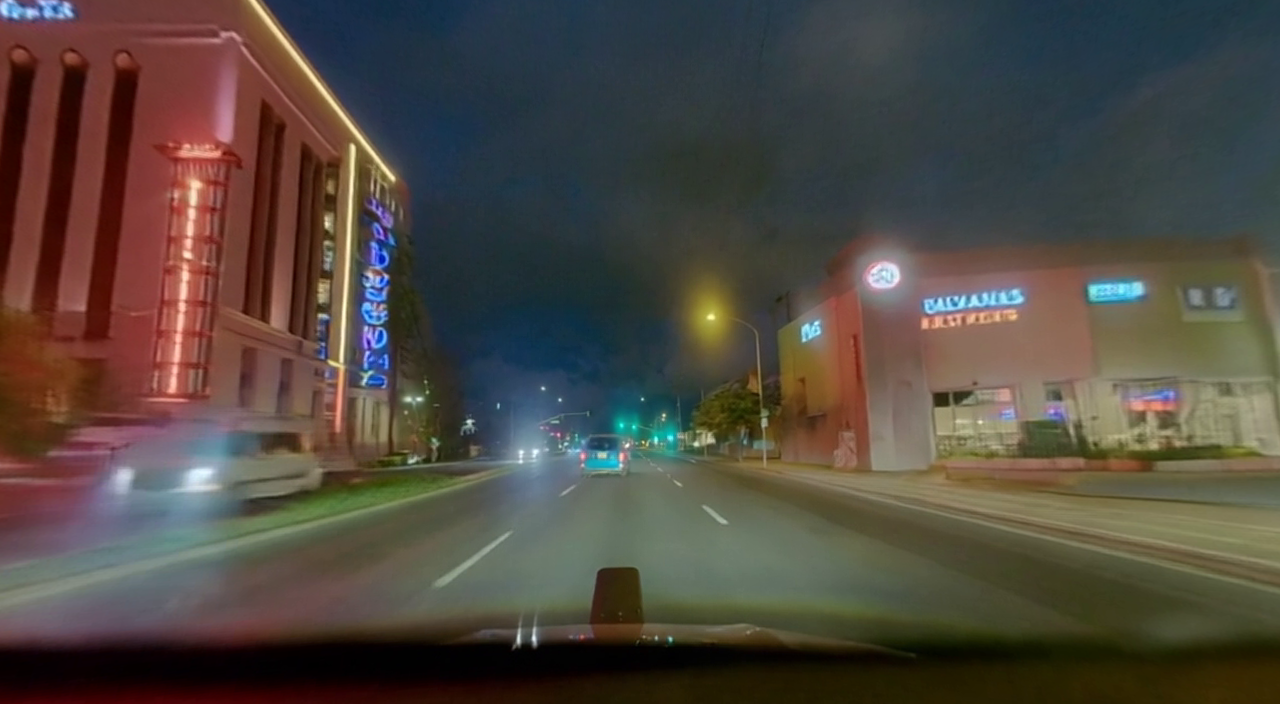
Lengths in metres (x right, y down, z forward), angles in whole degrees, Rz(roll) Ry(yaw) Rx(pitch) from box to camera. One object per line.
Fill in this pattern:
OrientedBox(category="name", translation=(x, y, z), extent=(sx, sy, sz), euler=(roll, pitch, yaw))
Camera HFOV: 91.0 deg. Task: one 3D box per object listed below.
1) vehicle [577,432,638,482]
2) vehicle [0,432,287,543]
OrientedBox(category="vehicle", translation=(-1.147, 3.989, 24.085), extent=(2.080, 1.722, 3.766), euler=(0, -8, 0))
OrientedBox(category="vehicle", translation=(-8.098, 2.153, 10.653), extent=(1.899, 1.495, 4.093), euler=(0, -8, -1))
